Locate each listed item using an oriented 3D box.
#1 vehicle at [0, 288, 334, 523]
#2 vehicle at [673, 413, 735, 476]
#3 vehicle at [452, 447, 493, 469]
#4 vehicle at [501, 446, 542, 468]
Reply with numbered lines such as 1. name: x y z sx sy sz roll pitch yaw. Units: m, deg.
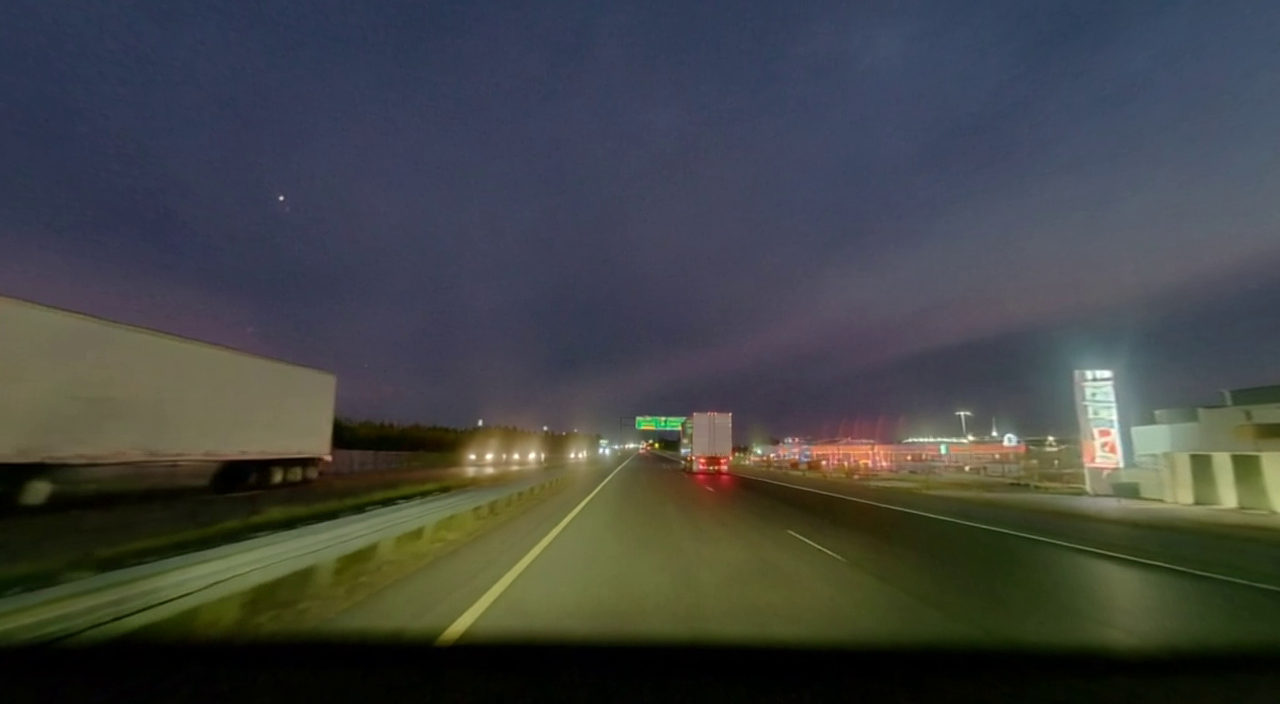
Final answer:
1. vehicle: -12.656 1.612 15.476 2.951 4.056 14.865 0 -9 0
2. vehicle: 4.523 7.052 48.109 3.038 4.047 13.741 0 -8 -1
3. vehicle: -12.568 7.972 47.601 1.909 1.583 4.285 0 -9 0
4. vehicle: -8.896 7.935 47.651 2.213 1.567 4.564 0 -9 1
